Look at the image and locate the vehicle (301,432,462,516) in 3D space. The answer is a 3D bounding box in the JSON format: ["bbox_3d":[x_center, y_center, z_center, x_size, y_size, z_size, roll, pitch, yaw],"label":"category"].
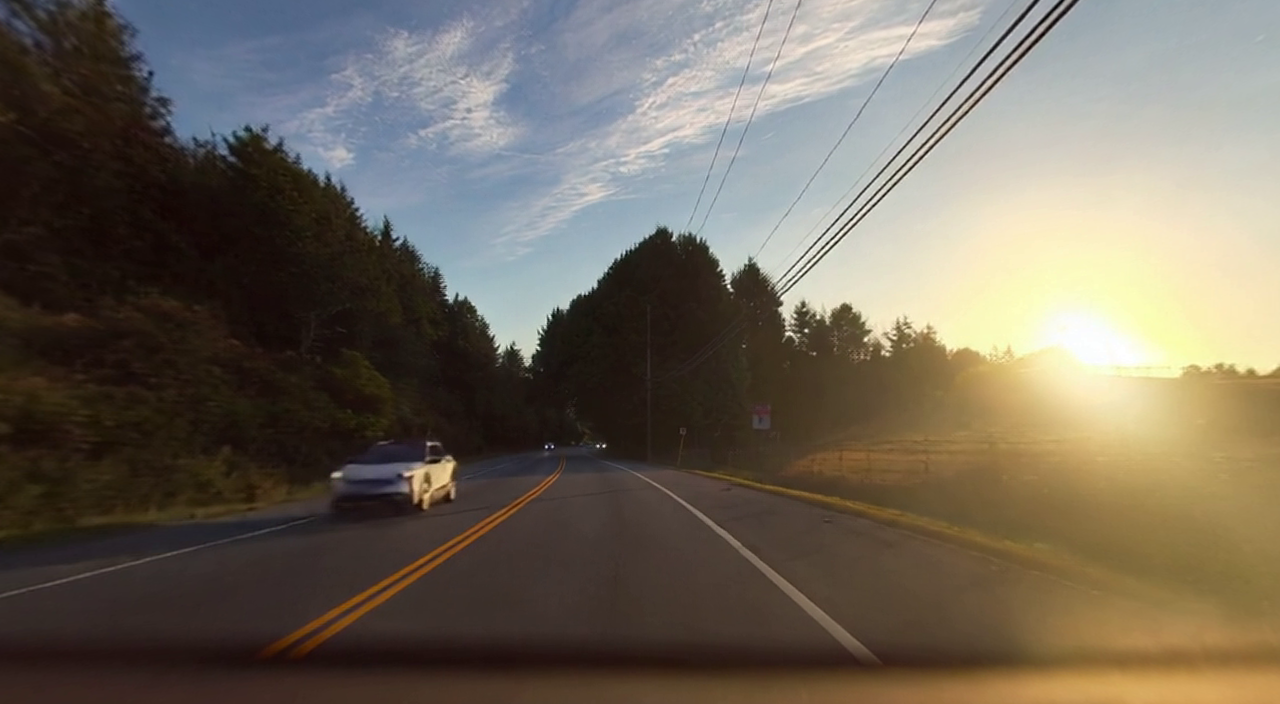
[{"bbox_3d":[-5.484,2.618,14.103,1.943,1.556,4.311,1,-8,-3],"label":"vehicle"}]
